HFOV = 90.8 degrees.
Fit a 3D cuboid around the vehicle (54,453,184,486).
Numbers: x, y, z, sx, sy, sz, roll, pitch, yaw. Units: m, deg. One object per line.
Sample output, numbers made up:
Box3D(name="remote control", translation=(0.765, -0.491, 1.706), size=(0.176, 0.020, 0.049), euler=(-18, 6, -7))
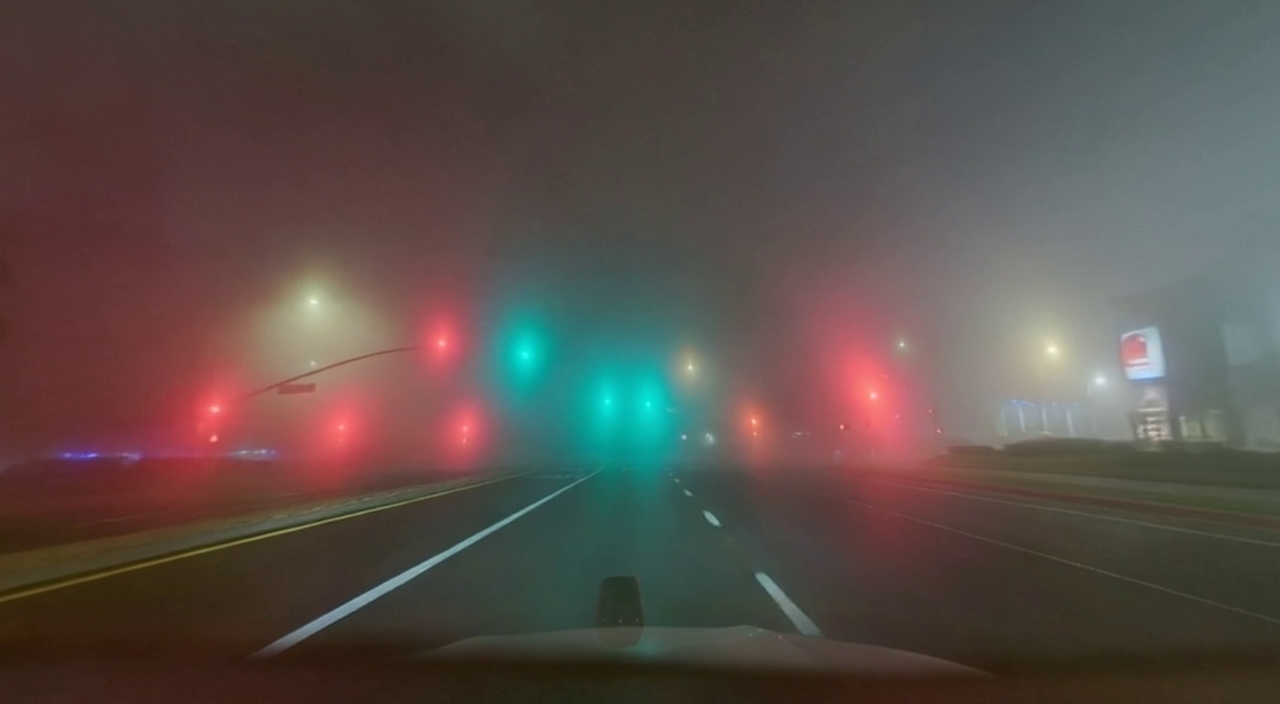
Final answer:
Box3D(name="vehicle", translation=(-30.802, 6.939, 37.519), size=(5.418, 1.823, 2.531), euler=(0, -9, -2))
